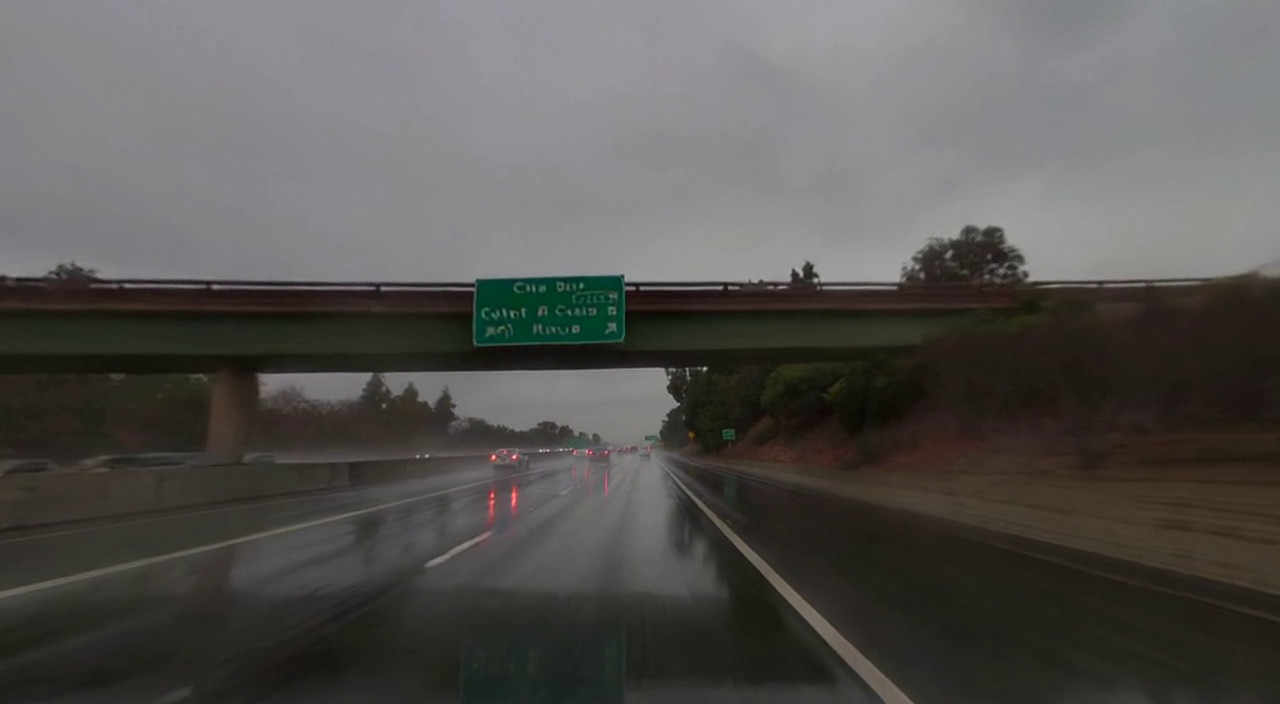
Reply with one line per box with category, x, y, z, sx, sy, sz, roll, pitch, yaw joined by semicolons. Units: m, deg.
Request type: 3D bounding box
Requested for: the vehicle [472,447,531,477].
vehicle;-7.293;5.832;33.630;2.002;1.507;4.631;0;-9;1
